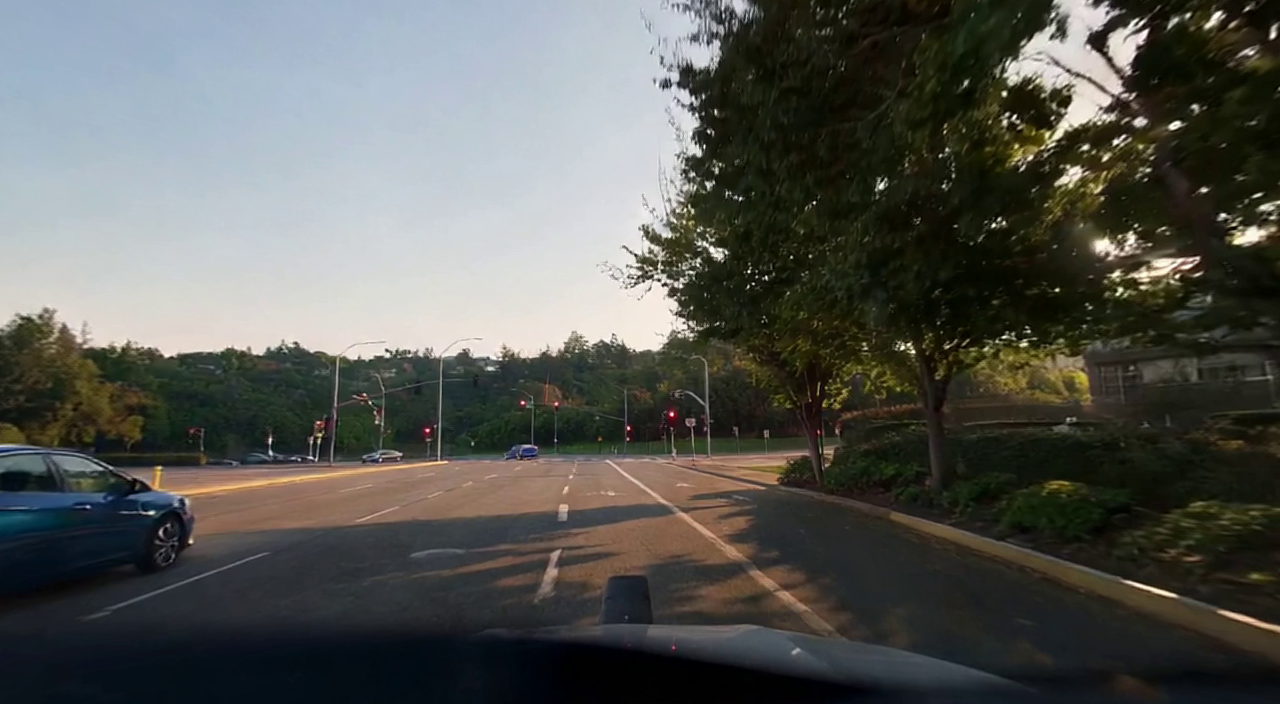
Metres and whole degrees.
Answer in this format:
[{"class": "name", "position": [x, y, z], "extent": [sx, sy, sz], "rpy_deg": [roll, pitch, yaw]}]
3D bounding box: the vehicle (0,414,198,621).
[{"class": "vehicle", "position": [-5.808, 1.245, 4.763], "extent": [2.096, 1.521, 4.231], "rpy_deg": [1, -8, -5]}]
